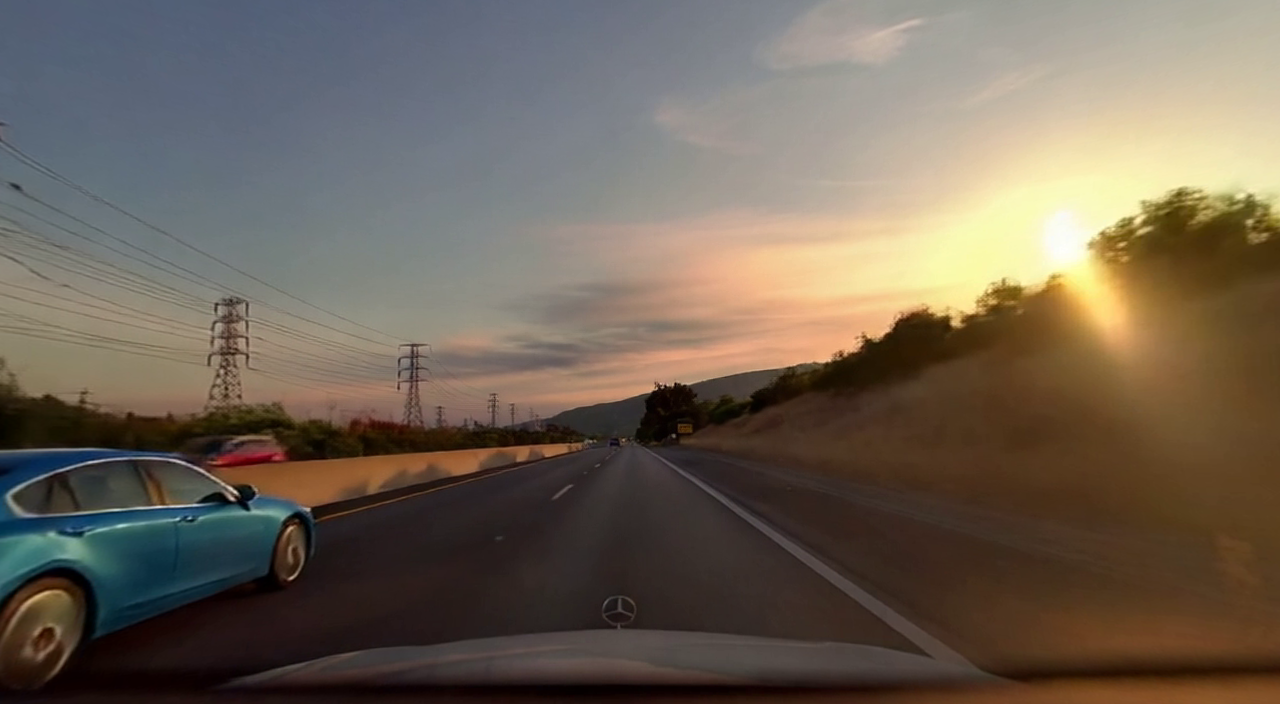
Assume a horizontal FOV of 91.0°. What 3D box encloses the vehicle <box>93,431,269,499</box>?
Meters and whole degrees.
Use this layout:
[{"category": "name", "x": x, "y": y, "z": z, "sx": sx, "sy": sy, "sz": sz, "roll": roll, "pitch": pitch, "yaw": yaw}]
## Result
[{"category": "vehicle", "x": -14.511, "y": 3.550, "z": 20.375, "sx": 2.052, "sy": 1.914, "sz": 4.791, "roll": 0, "pitch": -8, "yaw": 0}]
